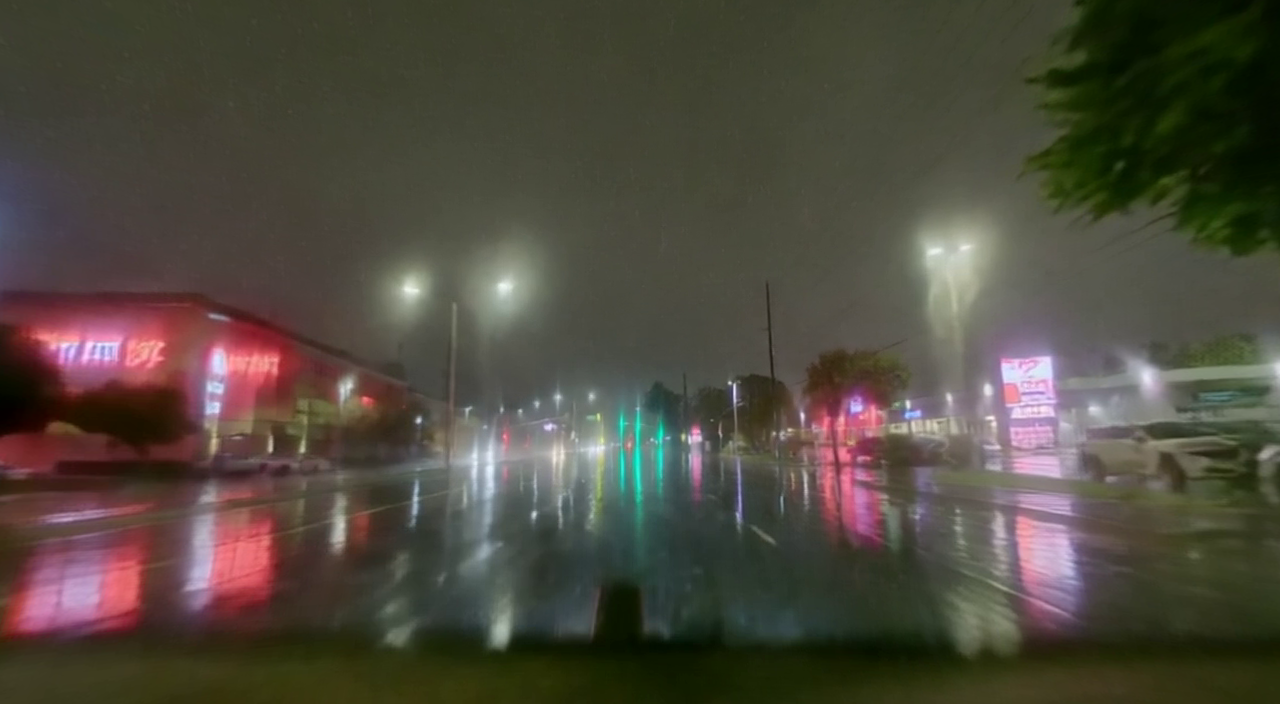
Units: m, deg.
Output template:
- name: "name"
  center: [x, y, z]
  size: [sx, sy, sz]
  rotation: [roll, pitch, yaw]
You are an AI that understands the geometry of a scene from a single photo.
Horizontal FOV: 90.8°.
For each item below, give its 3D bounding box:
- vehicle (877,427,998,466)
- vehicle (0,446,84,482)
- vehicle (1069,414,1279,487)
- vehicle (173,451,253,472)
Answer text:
- name: "vehicle"
  center: [13.377, 4.279, 28.568]
  size: [4.386, 1.570, 2.043]
  rotation: [-1, -9, -2]
- name: "vehicle"
  center: [-30.722, 5.556, 31.495]
  size: [4.189, 1.678, 1.887]
  rotation: [0, -8, 1]
- name: "vehicle"
  center: [14.337, 2.496, 16.160]
  size: [5.134, 1.732, 2.047]
  rotation: [0, -8, 0]
- name: "vehicle"
  center: [-31.301, 8.007, 46.393]
  size: [4.593, 1.433, 1.711]
  rotation: [0, -8, -1]
